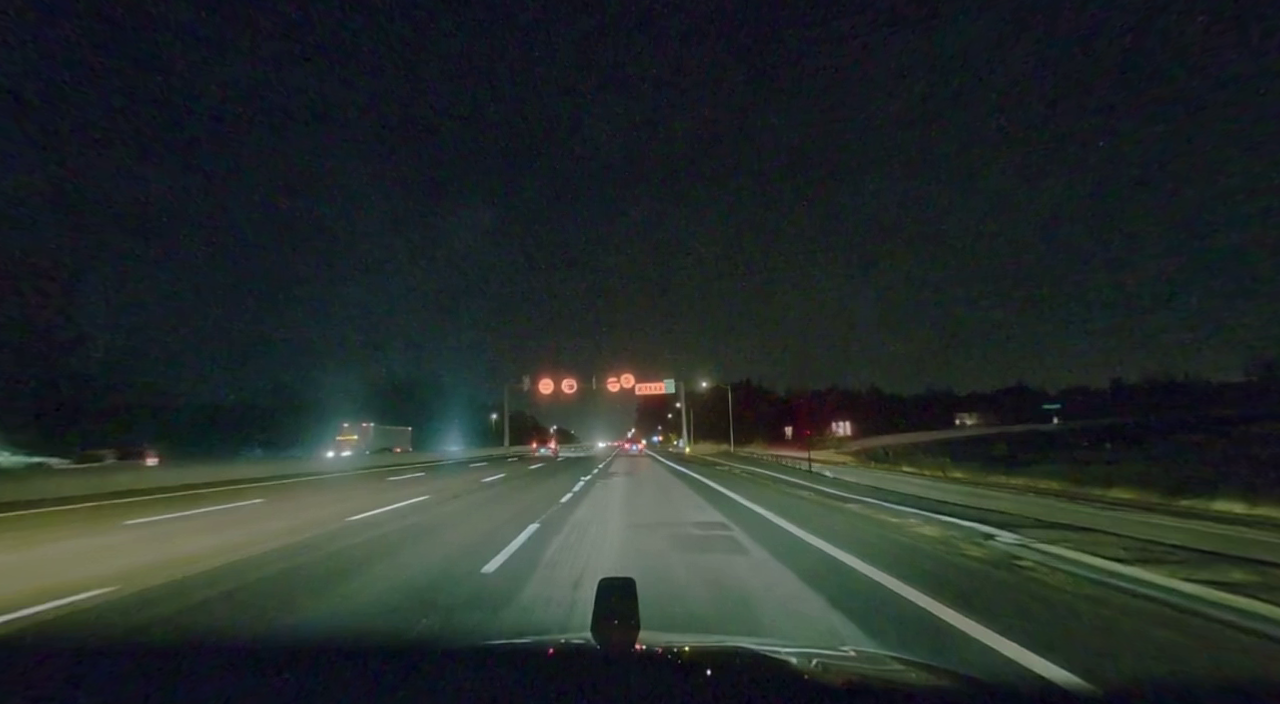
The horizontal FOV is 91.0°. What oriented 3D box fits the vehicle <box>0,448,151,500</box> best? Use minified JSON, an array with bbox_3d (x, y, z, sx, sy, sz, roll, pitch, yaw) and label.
[{"bbox_3d":[-22.432,4.756,25.074,2.111,1.806,4.729,0,-8,-1],"label":"vehicle"}]
